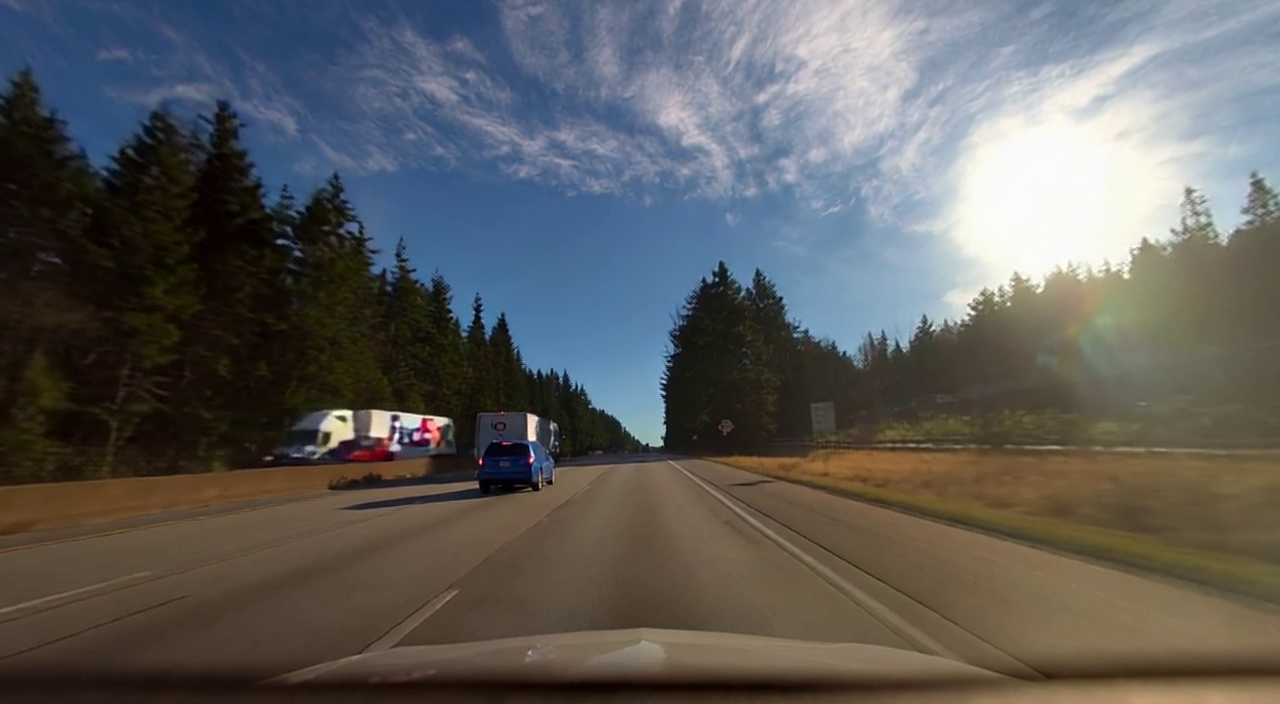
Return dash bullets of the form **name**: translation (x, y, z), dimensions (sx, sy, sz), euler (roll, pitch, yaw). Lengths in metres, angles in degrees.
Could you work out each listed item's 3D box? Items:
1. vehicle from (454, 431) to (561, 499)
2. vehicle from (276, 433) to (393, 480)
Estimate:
- **vehicle**: translation (-3.713, 3.261, 18.567), dimensions (2.084, 1.752, 4.479), euler (0, -8, 2)
- **vehicle**: translation (-13.990, 4.809, 29.292), dimensions (2.398, 1.925, 5.914), euler (0, -8, 1)
